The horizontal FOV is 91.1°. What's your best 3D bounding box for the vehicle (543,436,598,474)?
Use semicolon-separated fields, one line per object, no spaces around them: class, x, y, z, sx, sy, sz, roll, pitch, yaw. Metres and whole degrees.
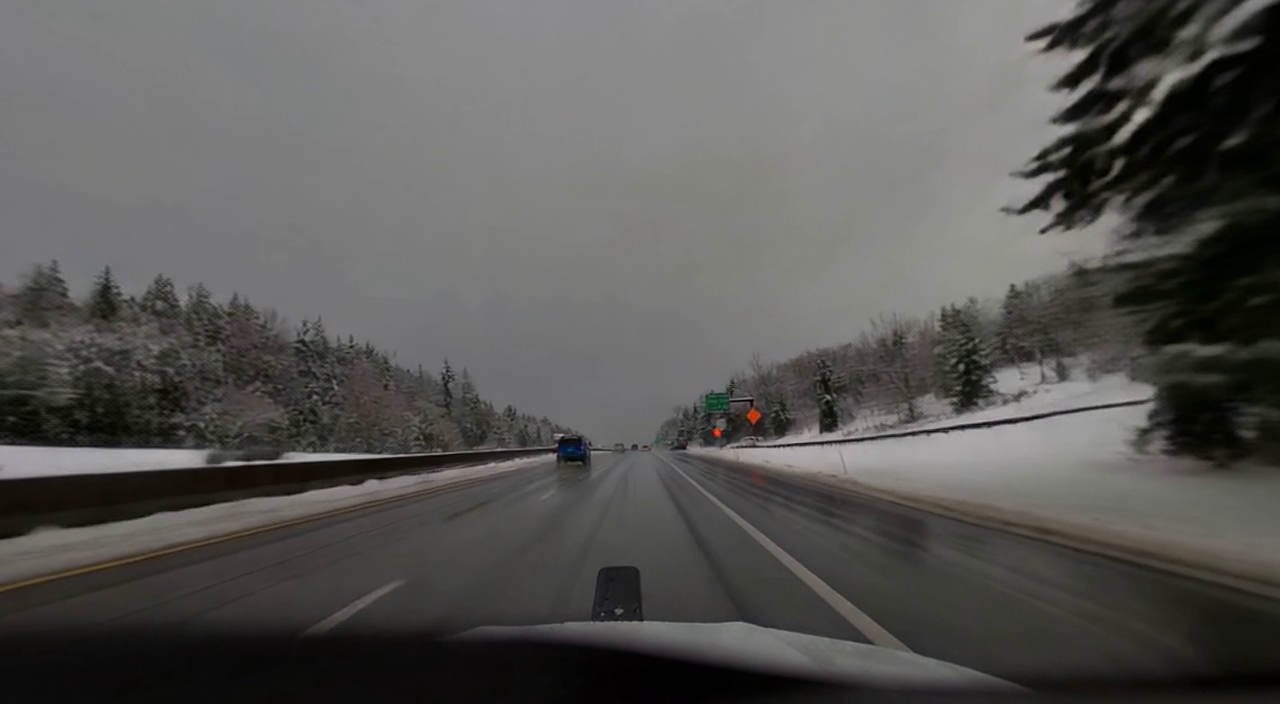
vehicle;-3.285;4.953;30.443;2.125;1.662;4.336;-1;-8;1
